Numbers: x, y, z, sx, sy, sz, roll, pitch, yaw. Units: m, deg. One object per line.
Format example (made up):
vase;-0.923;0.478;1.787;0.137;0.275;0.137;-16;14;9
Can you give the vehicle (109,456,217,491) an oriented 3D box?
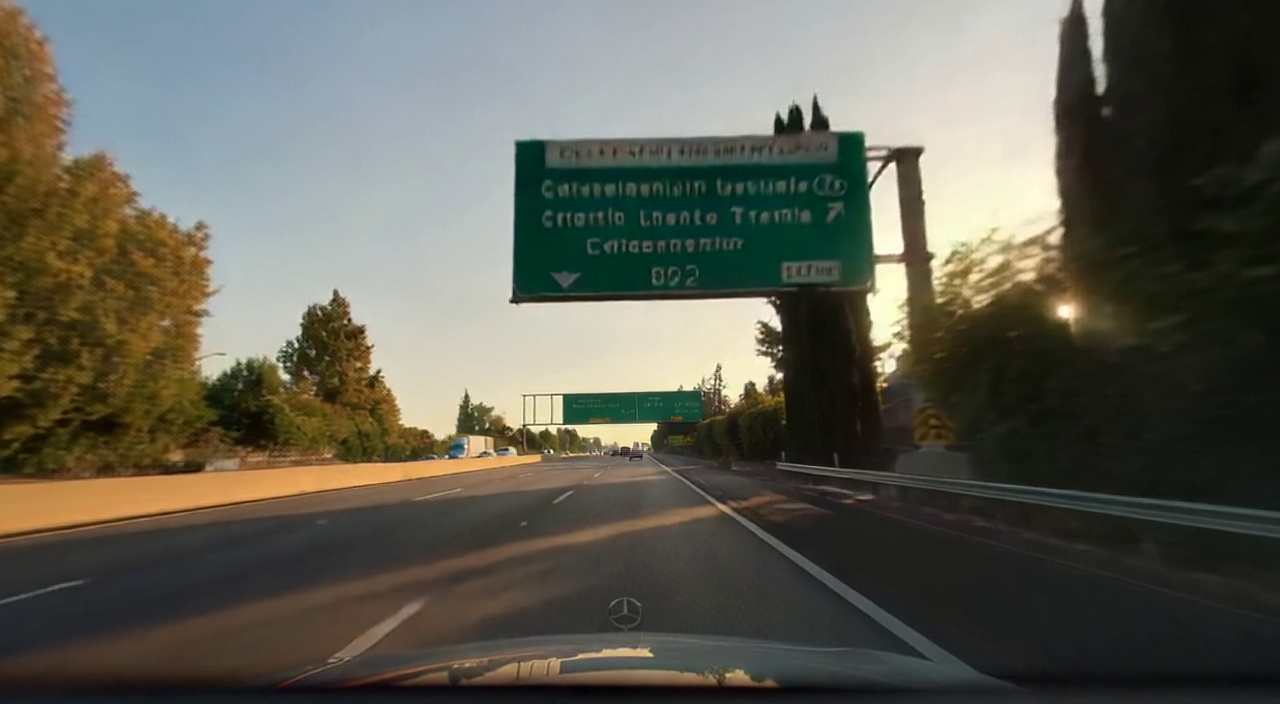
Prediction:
vehicle;-21.036;5.338;28.078;1.645;1.373;4.176;0;-9;-2
